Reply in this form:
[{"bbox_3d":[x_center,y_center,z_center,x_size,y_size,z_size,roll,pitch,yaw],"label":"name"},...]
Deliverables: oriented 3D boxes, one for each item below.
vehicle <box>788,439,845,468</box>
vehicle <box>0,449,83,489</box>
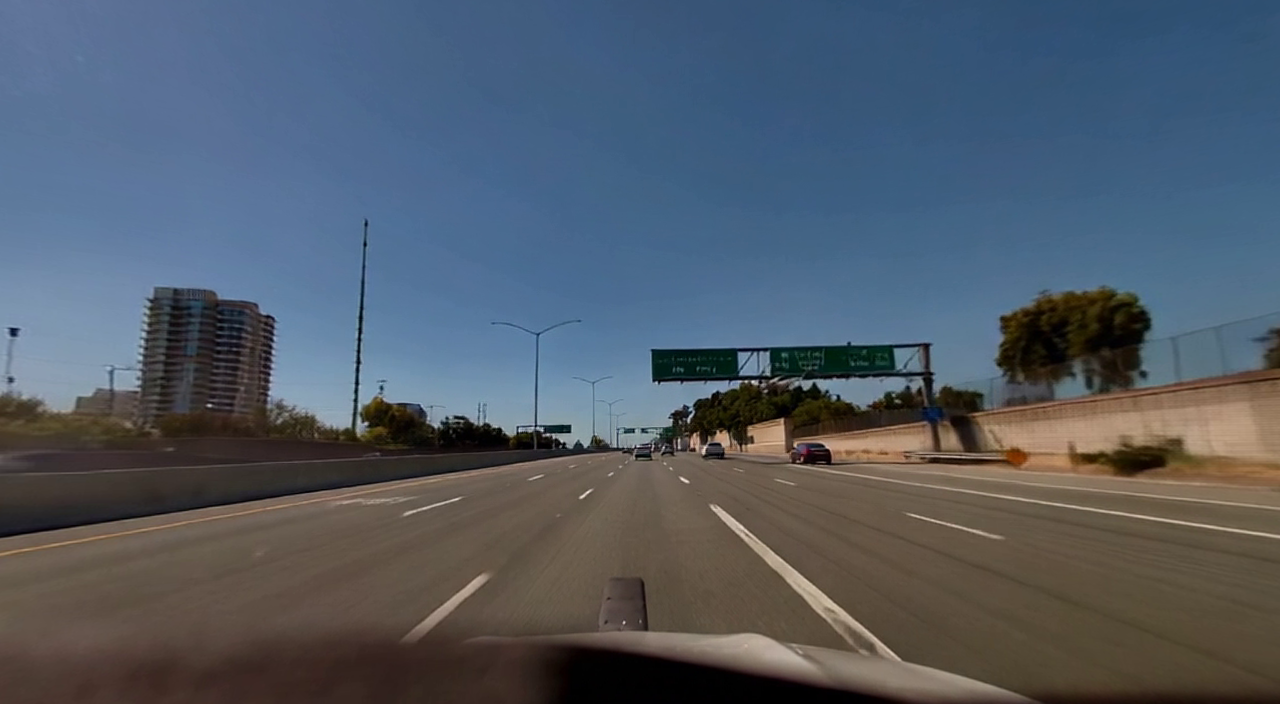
[{"bbox_3d":[10.193,5.892,36.779,2.000,1.514,4.585,0,-9,0],"label":"vehicle"},{"bbox_3d":[-25.776,4.784,25.960,1.984,1.534,3.947,-1,-9,1],"label":"vehicle"}]
